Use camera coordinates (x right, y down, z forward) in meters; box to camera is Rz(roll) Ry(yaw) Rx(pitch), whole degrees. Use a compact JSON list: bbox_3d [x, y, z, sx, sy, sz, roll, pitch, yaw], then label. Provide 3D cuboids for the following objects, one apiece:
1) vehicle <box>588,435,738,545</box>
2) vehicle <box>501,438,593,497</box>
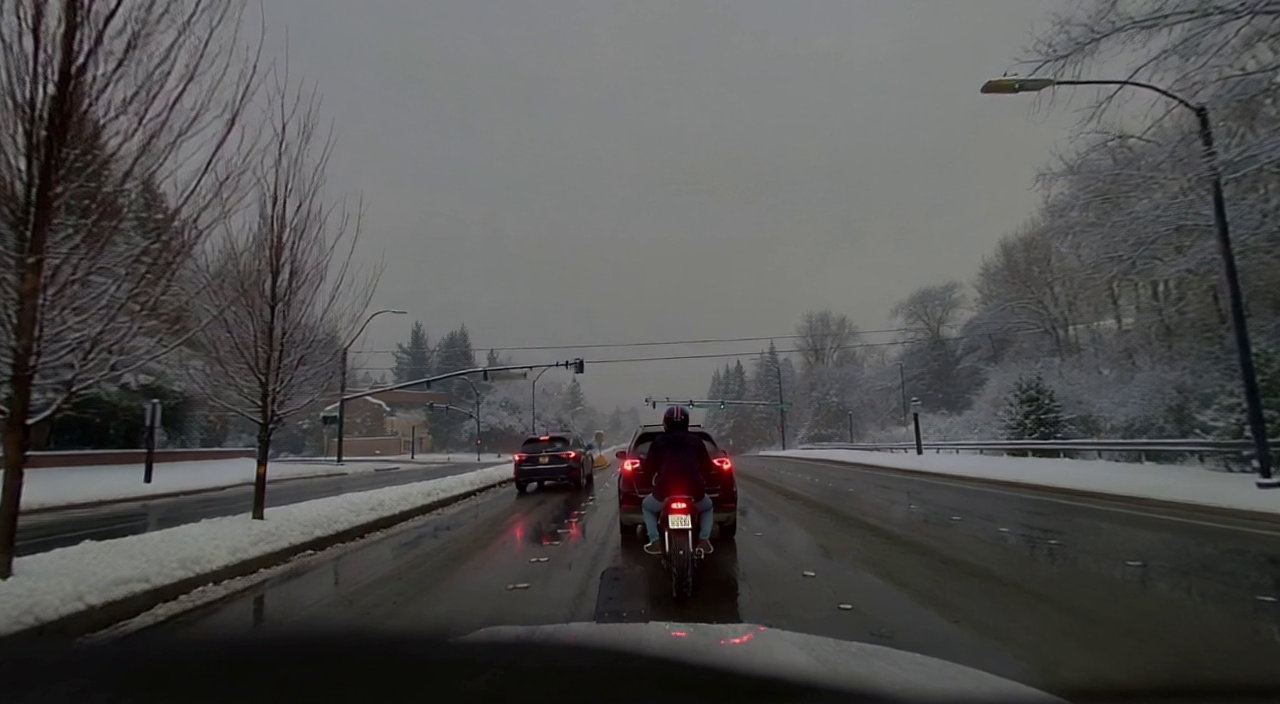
[{"bbox_3d":[0.336,2.196,10.832,2.009,1.450,4.608,-1,-8,1],"label":"vehicle"},{"bbox_3d":[-2.547,3.284,18.294,1.979,1.499,3.840,-1,-8,2],"label":"vehicle"}]
